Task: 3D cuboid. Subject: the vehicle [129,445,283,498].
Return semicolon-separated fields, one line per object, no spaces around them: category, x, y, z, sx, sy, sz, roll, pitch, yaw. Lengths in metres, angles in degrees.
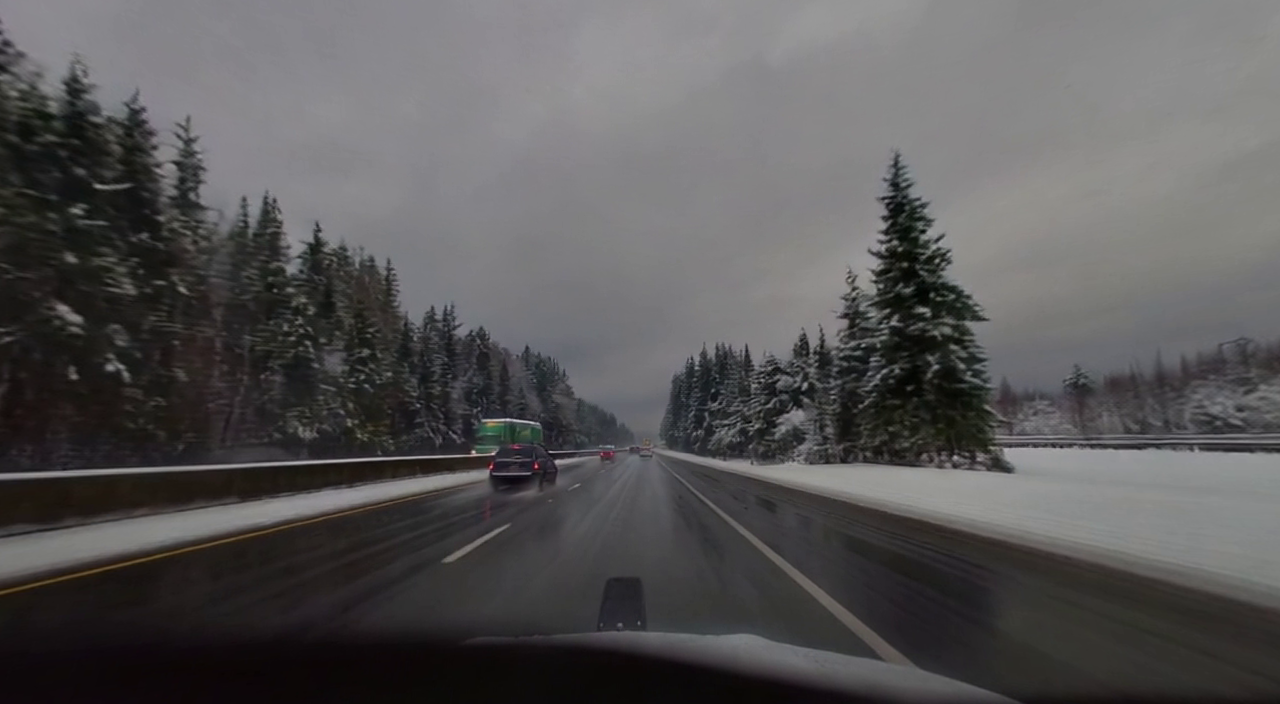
vehicle;-12.777;3.520;18.889;1.846;1.407;3.852;0;-9;0

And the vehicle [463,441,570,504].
vehicle;-3.244;3.280;17.622;1.969;1.505;4.636;0;-9;1
